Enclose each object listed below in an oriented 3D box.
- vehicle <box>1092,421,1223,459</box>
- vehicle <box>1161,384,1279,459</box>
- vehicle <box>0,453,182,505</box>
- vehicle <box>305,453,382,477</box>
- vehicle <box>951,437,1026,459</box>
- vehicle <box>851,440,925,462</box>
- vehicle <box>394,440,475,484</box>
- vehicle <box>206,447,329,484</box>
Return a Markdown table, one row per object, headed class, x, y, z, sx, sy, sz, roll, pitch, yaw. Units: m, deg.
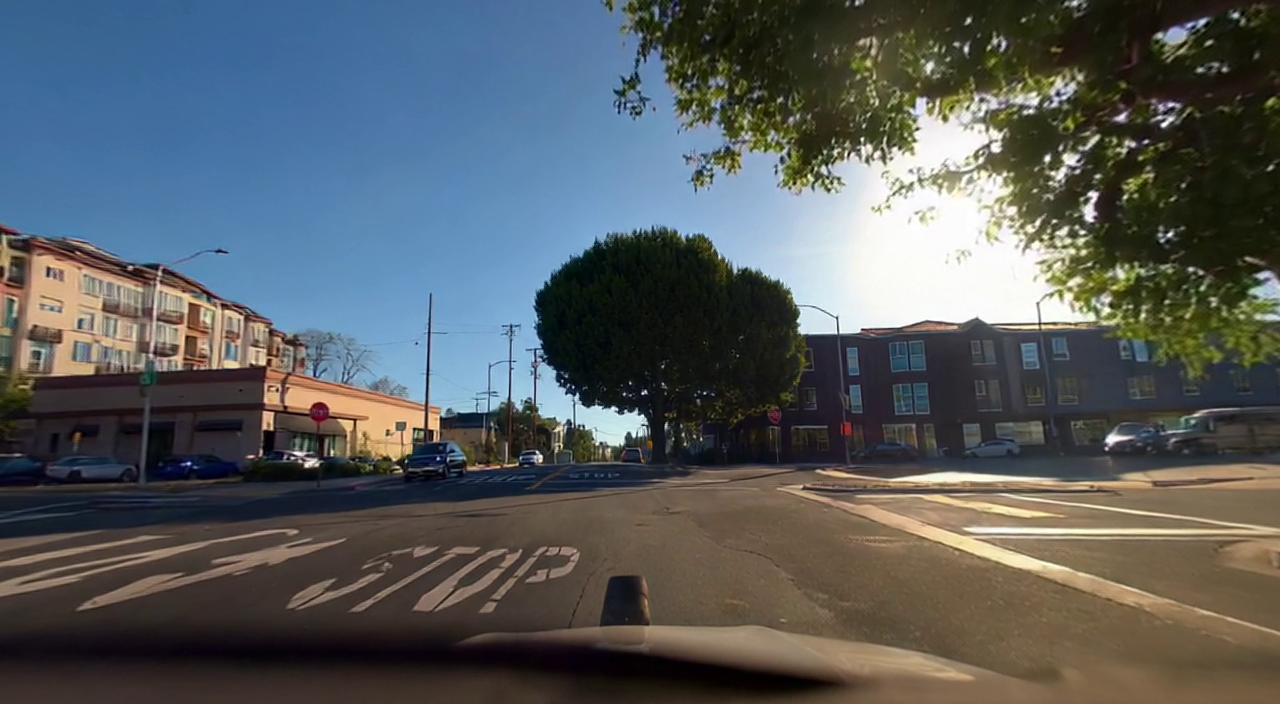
| class | x | y | z | sx | sy | sz | roll | pitch | yaw |
| --- | --- | --- | --- | --- | --- | --- | --- | --- | --- |
| vehicle | 28.847 | 4.909 | 35.256 | 5.277 | 2.032 | 2.408 | 1 | -7 | -4 |
| vehicle | 33.109 | 3.566 | 32.209 | 10.986 | 3.604 | 2.707 | 0 | -10 | -6 |
| vehicle | -16.621 | 3.820 | 19.101 | 4.233 | 1.432 | 1.755 | -1 | -8 | 5 |
| vehicle | -20.277 | 7.739 | 43.222 | 4.277 | 1.527 | 1.987 | 0 | -8 | -3 |
| vehicle | 25.403 | 7.002 | 46.014 | 4.323 | 1.507 | 1.896 | 0 | -8 | -4 |
| vehicle | 17.874 | 7.117 | 45.529 | 4.528 | 1.458 | 1.939 | 1 | -7 | -4 |
| vehicle | -8.714 | 4.674 | 27.205 | 2.156 | 1.620 | 4.945 | 0 | -7 | -4 |
| vehicle | -17.789 | 5.375 | 30.311 | 2.010 | 1.583 | 4.582 | -6 | -10 | 34 |
